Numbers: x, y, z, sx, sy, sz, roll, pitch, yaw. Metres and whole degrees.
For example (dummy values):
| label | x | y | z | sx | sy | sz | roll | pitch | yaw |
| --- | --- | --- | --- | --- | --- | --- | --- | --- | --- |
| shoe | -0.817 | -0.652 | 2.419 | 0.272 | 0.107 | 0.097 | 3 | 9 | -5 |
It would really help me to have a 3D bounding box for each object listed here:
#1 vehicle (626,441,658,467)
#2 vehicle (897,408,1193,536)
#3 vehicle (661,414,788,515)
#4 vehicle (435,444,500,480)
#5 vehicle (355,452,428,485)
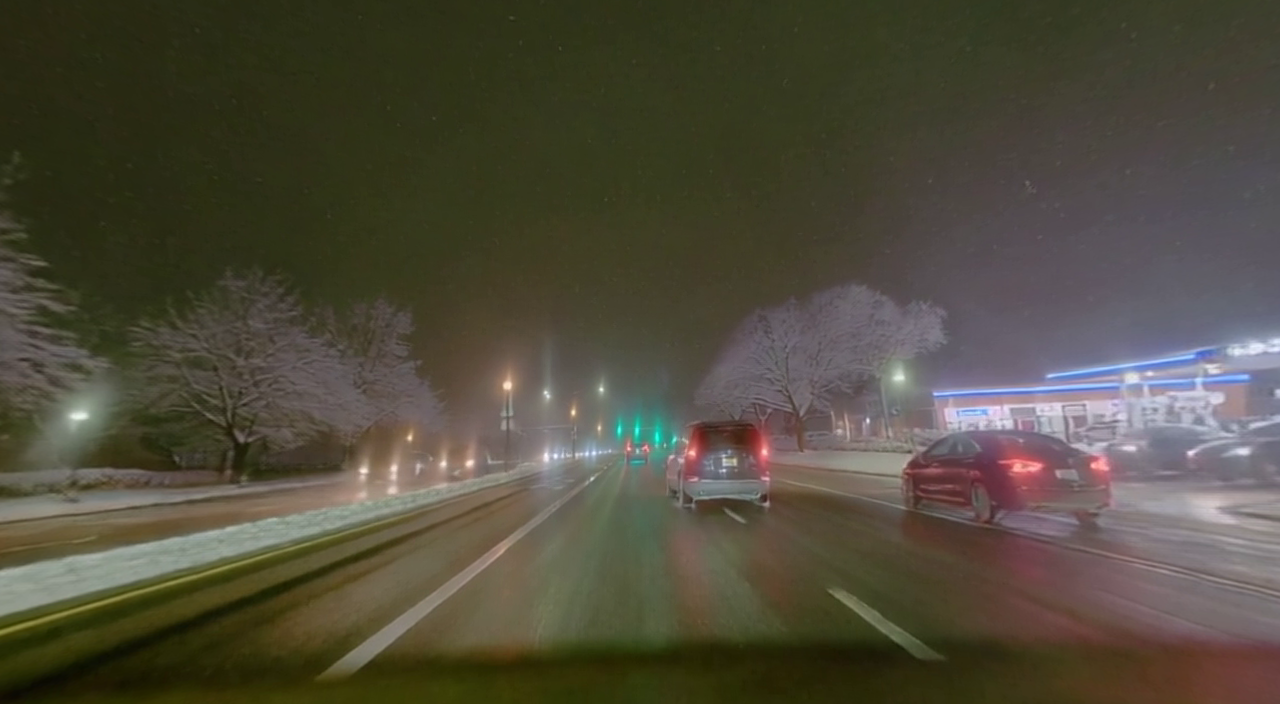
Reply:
| label | x | y | z | sx | sy | sz | roll | pitch | yaw |
| --- | --- | --- | --- | --- | --- | --- | --- | --- | --- |
| vehicle | 0.124 | 6.992 | 43.447 | 2.101 | 1.707 | 3.904 | 0 | -9 | -1 |
| vehicle | 6.650 | 2.041 | 11.252 | 2.025 | 1.765 | 4.729 | 0 | -9 | -1 |
| vehicle | 1.716 | 2.546 | 14.719 | 2.038 | 1.917 | 4.900 | 0 | -9 | -3 |
| vehicle | -8.929 | 5.728 | 33.136 | 2.044 | 1.695 | 4.503 | 0 | -9 | 1 |
| vehicle | -12.278 | 5.773 | 31.568 | 1.868 | 1.496 | 4.390 | 0 | -9 | 0 |
